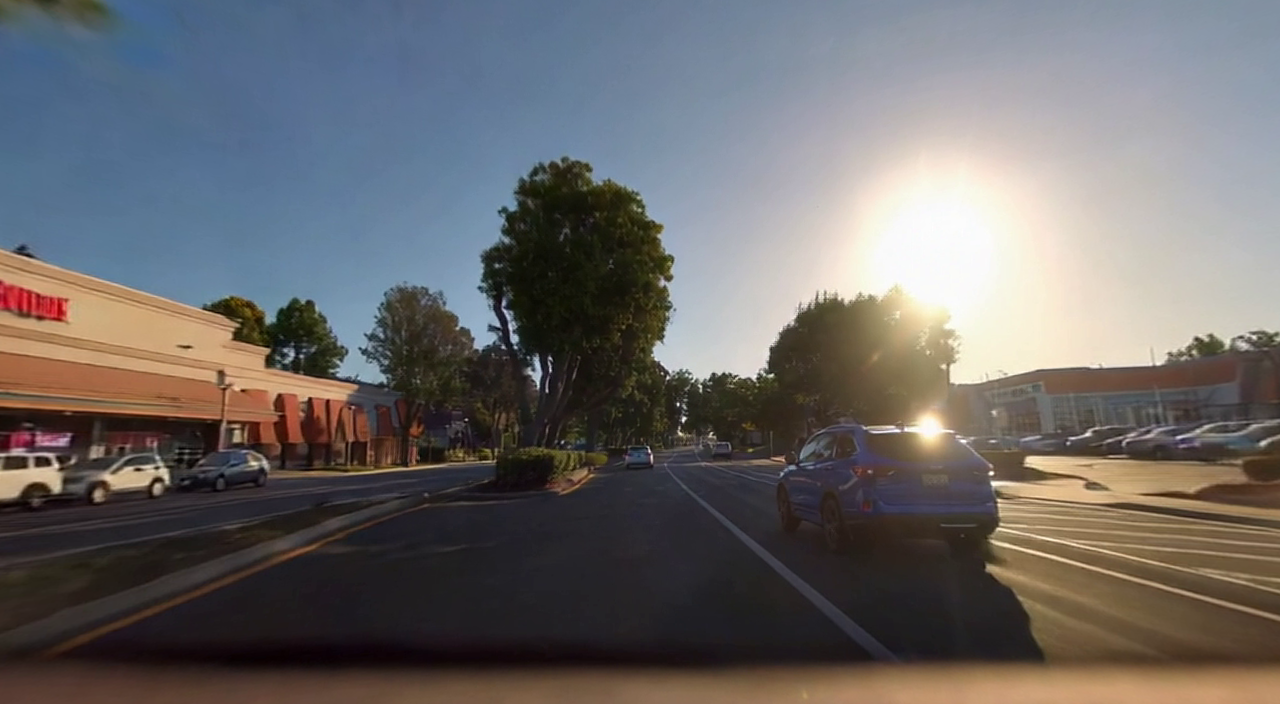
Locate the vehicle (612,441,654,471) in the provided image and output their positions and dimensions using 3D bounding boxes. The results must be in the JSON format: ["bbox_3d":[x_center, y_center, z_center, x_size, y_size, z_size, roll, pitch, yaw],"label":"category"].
[{"bbox_3d":[-0.345,5.551,33.795,2.126,1.475,3.967,0,-8,0],"label":"vehicle"}]

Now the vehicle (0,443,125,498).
[{"bbox_3d":[-24.889,4.859,26.122,5.094,2.044,2.197,-1,-7,-3],"label":"vehicle"}]

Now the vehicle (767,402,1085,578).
[{"bbox_3d":[3.250,1.673,8.443,2.110,1.698,4.397,0,-8,-1],"label":"vehicle"}]

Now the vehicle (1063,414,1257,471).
[{"bbox_3d":[20.031,3.538,24.613,5.115,1.990,2.518,-2,-9,5],"label":"vehicle"}]
